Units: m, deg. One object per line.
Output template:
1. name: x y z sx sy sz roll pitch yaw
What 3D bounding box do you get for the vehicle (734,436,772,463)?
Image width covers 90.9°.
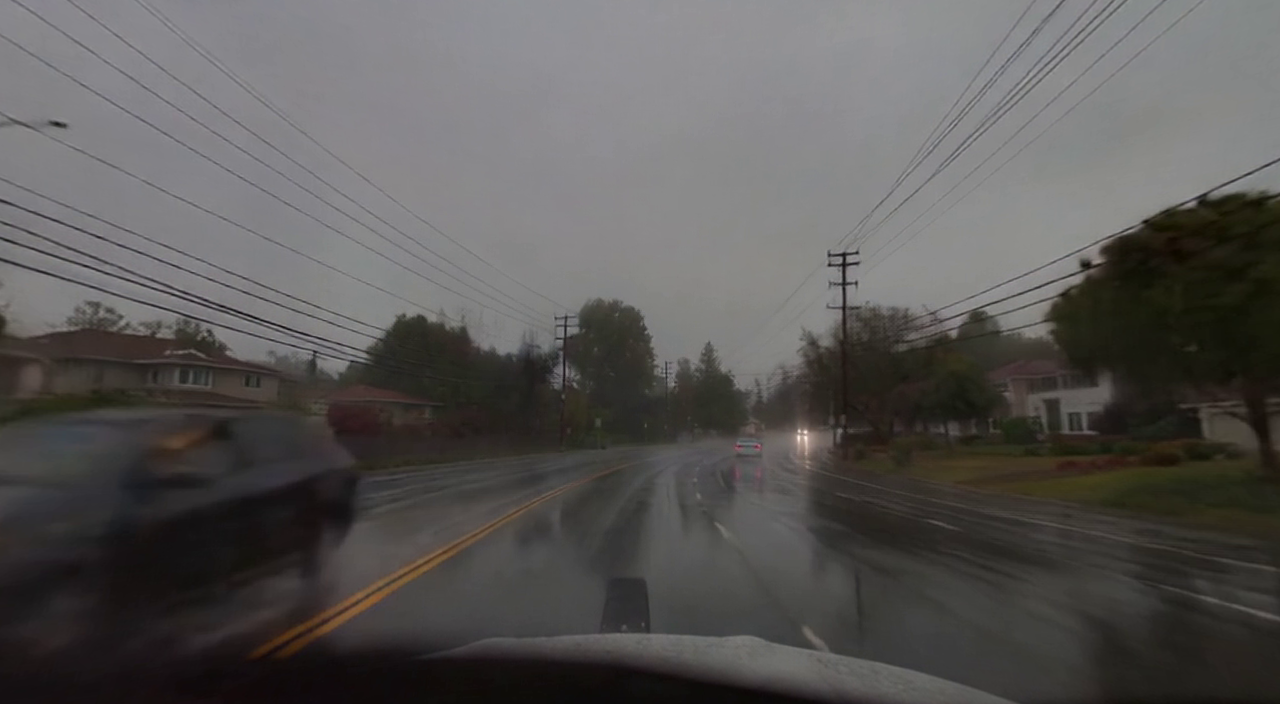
1. vehicle: 6.606 5.712 36.868 1.982 1.451 4.152 -2 -9 10

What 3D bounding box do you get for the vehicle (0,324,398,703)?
1. vehicle: -3.769 1.038 4.326 2.191 1.771 4.981 -1 -9 1
